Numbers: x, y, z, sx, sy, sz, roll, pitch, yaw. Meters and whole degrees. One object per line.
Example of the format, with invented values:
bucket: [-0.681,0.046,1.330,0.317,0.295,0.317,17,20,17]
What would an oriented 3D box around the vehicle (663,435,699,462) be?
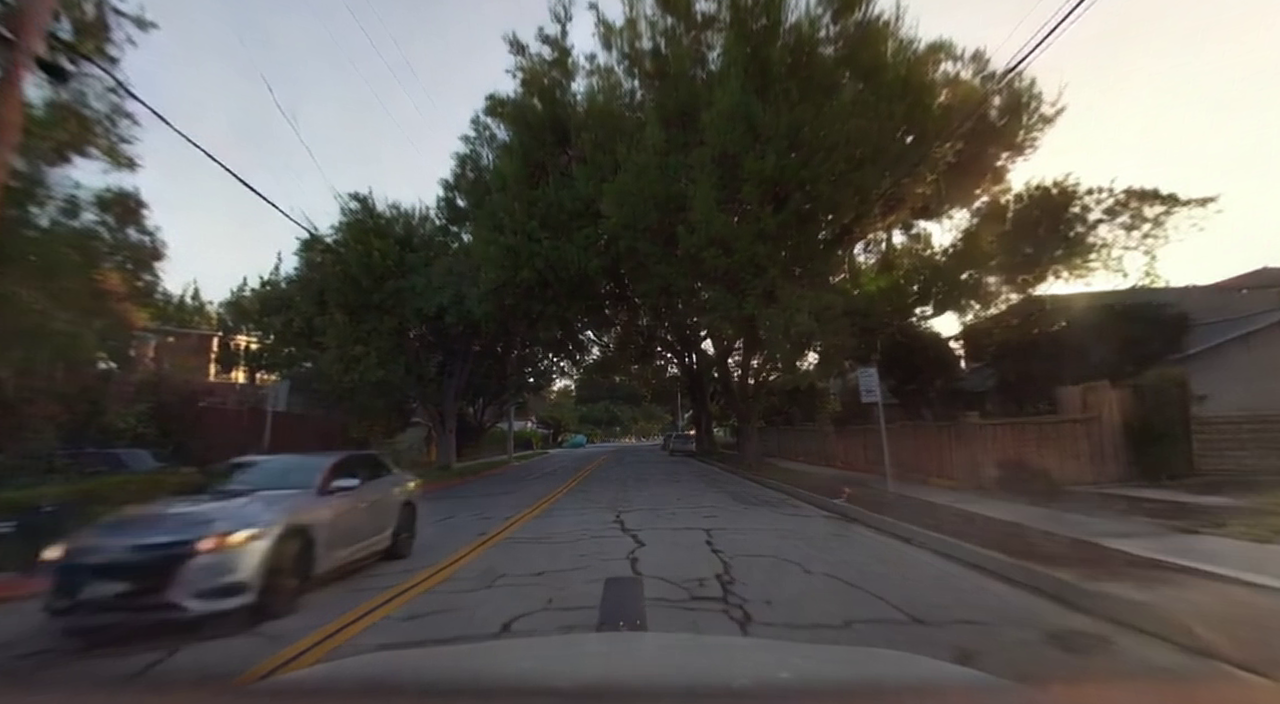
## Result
vehicle: [2.769,6.638,43.491,2.086,1.726,4.384,0,-8,-1]

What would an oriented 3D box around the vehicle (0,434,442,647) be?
vehicle: [-3.702,1.635,6.568,1.959,1.473,4.115,0,-8,0]
